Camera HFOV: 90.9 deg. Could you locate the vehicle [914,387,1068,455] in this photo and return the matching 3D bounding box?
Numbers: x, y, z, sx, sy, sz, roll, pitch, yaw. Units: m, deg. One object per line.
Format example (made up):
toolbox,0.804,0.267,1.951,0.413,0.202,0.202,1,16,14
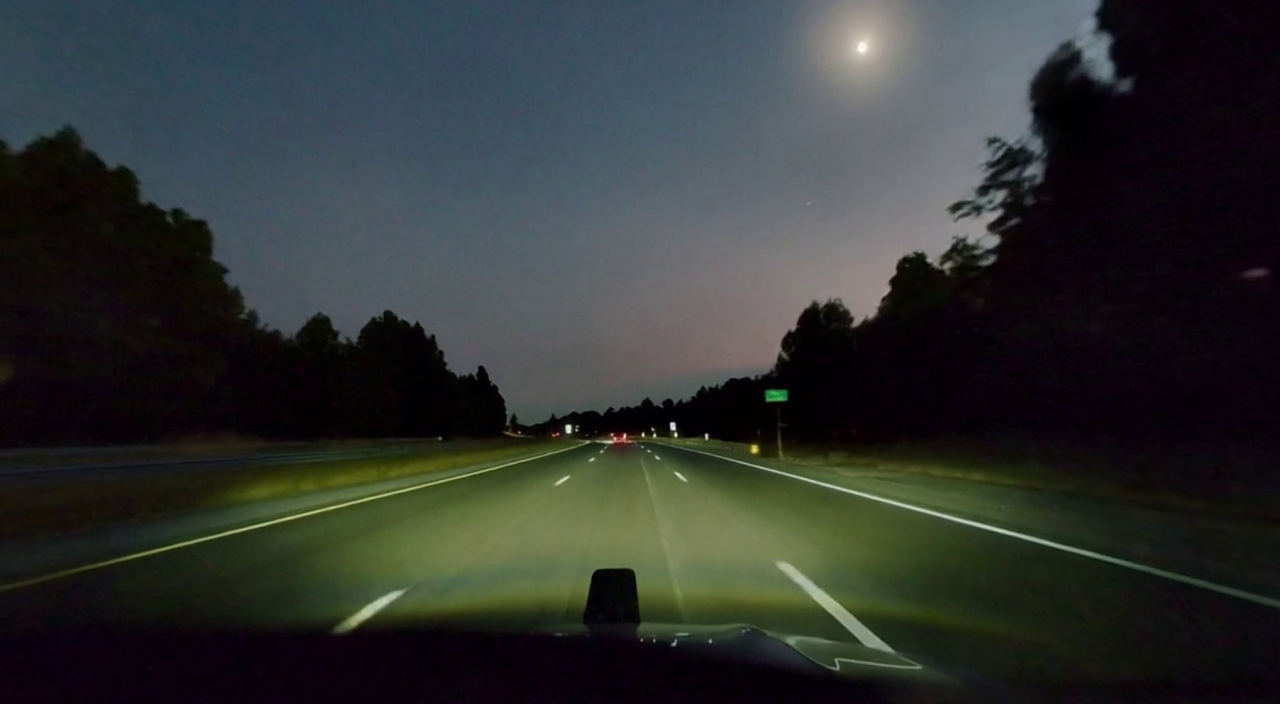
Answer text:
vehicle,19.861,4.045,36.556,3.983,3.410,8.148,1,-7,-2
